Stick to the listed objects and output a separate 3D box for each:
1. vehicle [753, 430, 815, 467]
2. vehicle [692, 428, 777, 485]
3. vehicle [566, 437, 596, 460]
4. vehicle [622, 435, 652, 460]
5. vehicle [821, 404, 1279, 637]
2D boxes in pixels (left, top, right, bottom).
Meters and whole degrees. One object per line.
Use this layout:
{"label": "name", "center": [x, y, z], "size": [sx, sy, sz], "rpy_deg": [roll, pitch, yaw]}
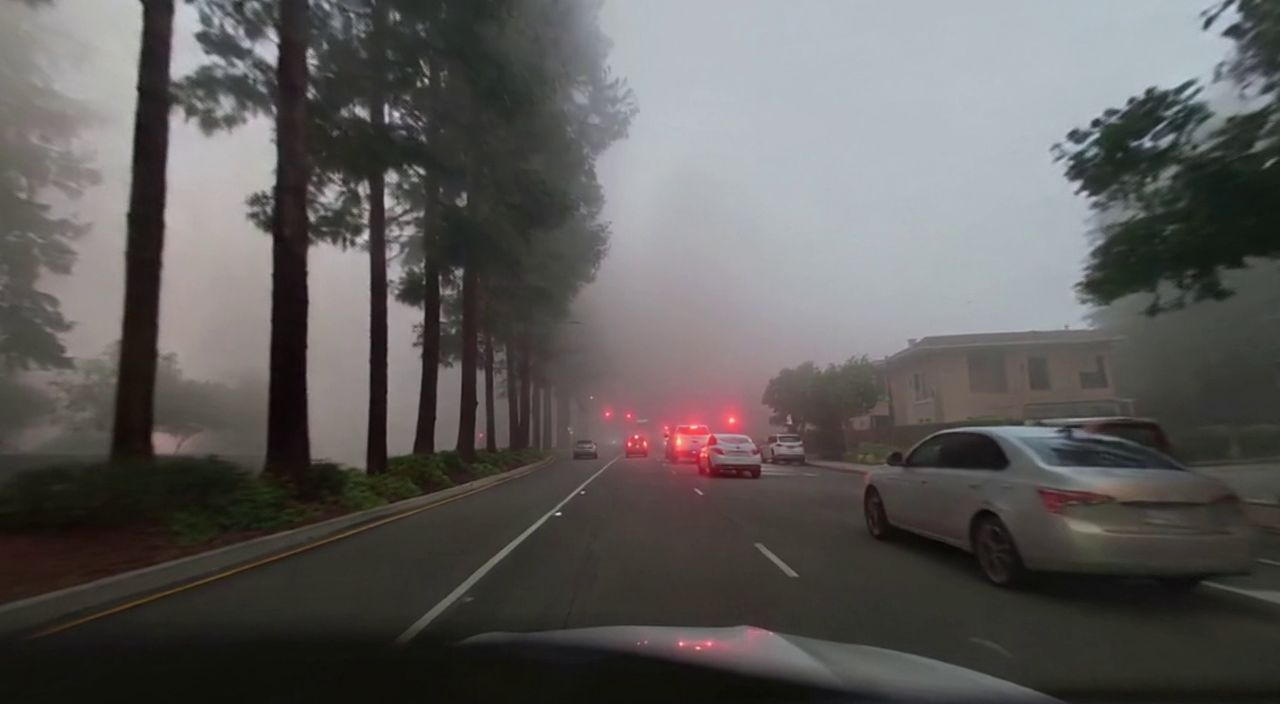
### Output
{"label": "vehicle", "center": [7.744, 5.198, 34.444], "size": [2.014, 1.767, 4.910], "rpy_deg": [2, -6, -4]}
{"label": "vehicle", "center": [3.045, 3.516, 21.525], "size": [2.041, 1.688, 4.717], "rpy_deg": [0, -8, -2]}
{"label": "vehicle", "center": [-4.555, 7.528, 49.546], "size": [2.083, 1.691, 4.398], "rpy_deg": [1, -8, -3]}
{"label": "vehicle", "center": [-0.233, 6.843, 45.430], "size": [2.052, 1.693, 4.554], "rpy_deg": [0, -8, 0]}
{"label": "vehicle", "center": [3.766, 1.466, 6.671], "size": [2.165, 1.513, 4.911], "rpy_deg": [0, -8, -1]}
